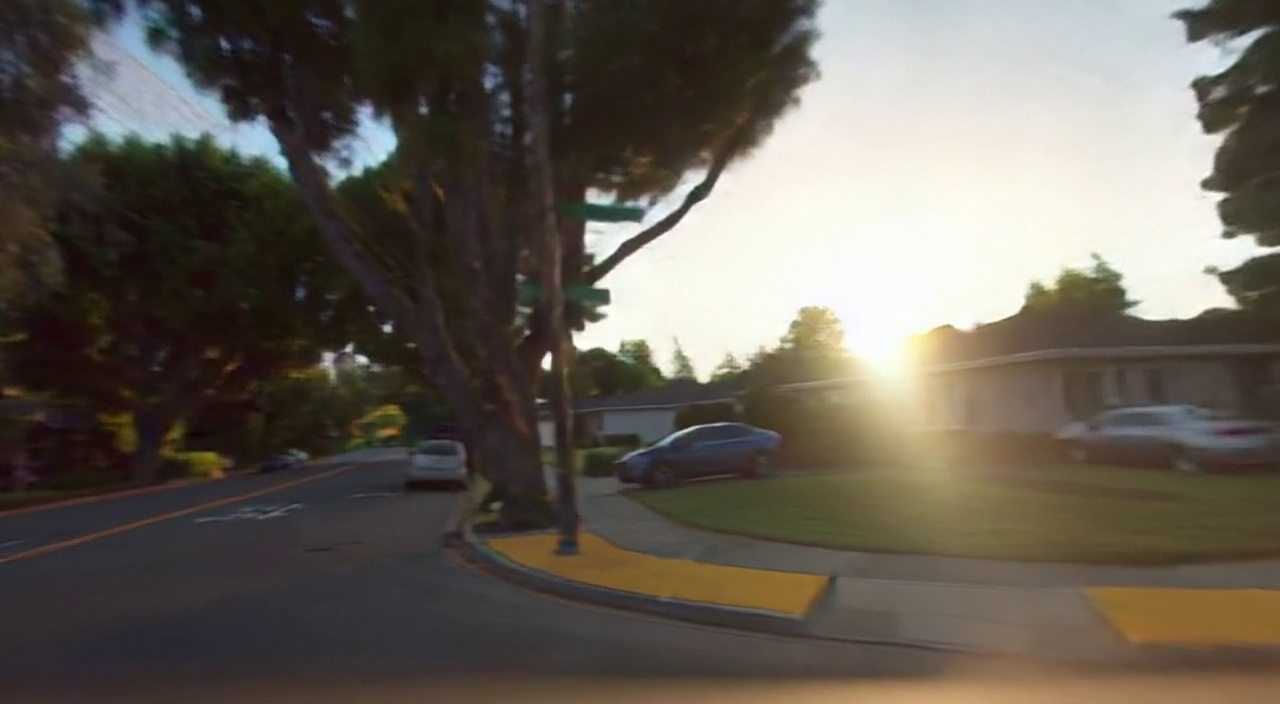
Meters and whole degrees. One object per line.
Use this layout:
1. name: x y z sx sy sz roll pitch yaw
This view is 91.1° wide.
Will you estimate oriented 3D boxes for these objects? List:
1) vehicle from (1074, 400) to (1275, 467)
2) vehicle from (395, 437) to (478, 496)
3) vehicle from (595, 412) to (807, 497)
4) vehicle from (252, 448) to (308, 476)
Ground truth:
1. vehicle: 13.697 2.062 16.166 3.896 1.447 1.919 -1 -6 -14
2. vehicle: -6.488 3.604 20.338 2.242 1.661 4.273 2 -8 -16
3. vehicle: 1.380 2.405 15.116 4.595 1.620 1.984 -1 -8 -13
4. vehicle: -22.115 6.727 38.751 2.033 1.456 4.370 -2 -7 -17
